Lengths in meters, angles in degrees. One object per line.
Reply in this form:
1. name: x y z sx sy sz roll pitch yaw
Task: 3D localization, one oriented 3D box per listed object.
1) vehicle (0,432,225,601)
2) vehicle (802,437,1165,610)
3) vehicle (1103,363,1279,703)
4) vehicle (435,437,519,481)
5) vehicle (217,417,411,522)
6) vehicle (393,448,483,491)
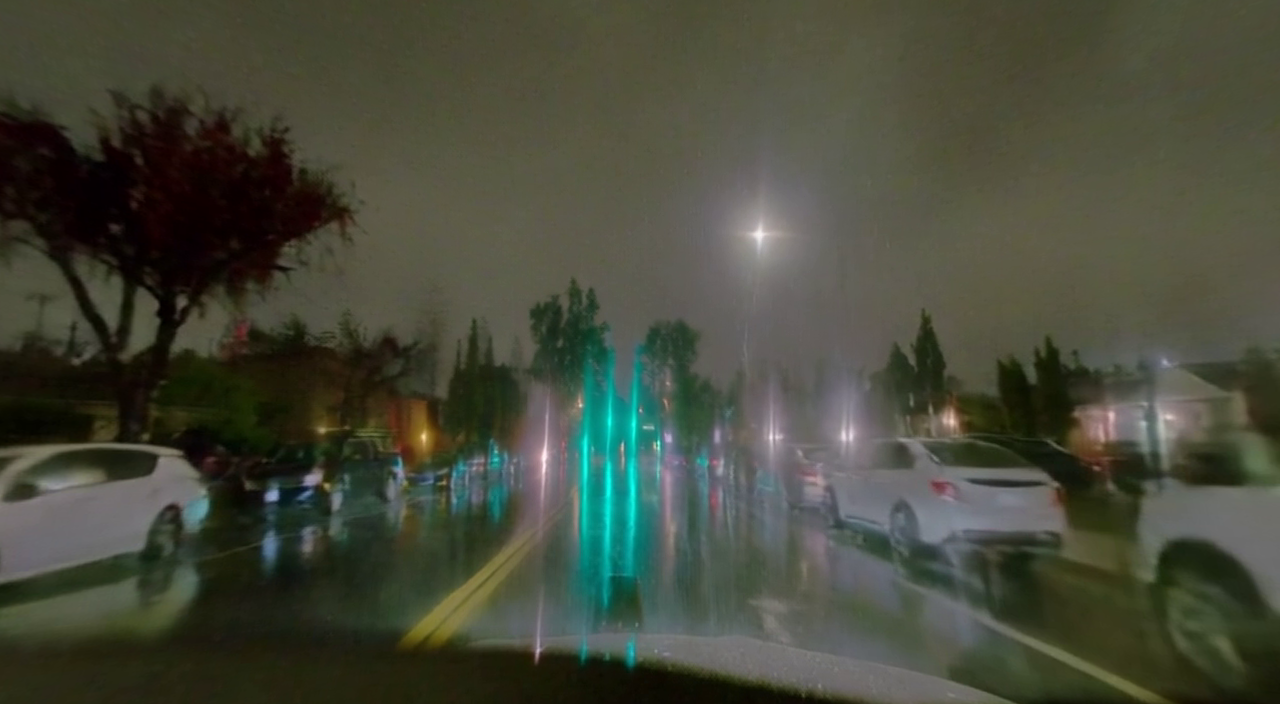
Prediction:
1. vehicle: -7.423 1.787 7.232 2.055 1.663 4.889 0 -9 -2
2. vehicle: 3.715 1.904 8.044 2.009 1.547 4.574 0 -9 -1
3. vehicle: 4.259 0.757 1.836 2.071 1.781 4.737 0 -9 -2
4. vehicle: -7.933 5.281 31.366 2.613 1.959 5.843 0 -9 0
5. vehicle: -7.783 2.851 15.856 2.146 2.167 5.339 0 -9 -2
6. vehicle: -7.760 4.552 24.735 2.057 1.486 4.759 0 -9 -1
